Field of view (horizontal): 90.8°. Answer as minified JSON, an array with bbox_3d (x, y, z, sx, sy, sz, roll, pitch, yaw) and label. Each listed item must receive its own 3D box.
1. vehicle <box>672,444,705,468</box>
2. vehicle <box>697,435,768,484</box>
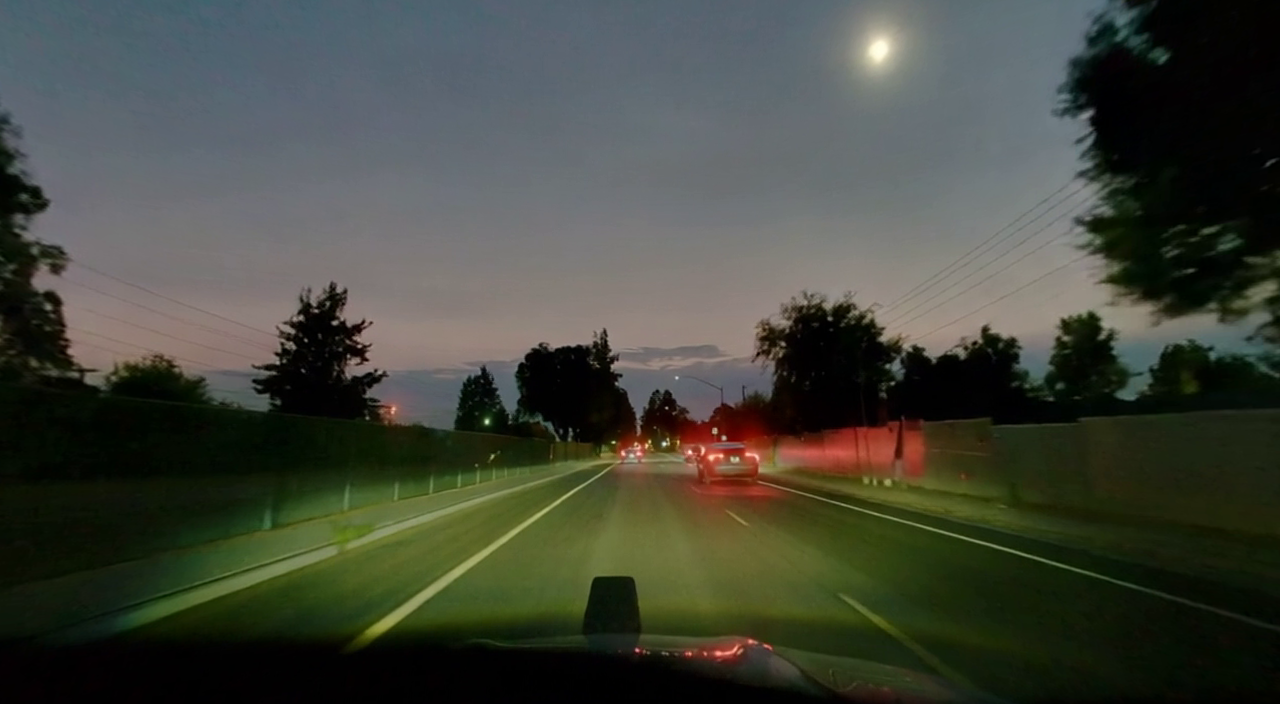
[{"bbox_3d":[3.451,7.482,45.528,2.012,1.653,4.115,0,-8,-1],"label":"vehicle"},{"bbox_3d":[3.703,4.431,26.267,2.112,1.825,4.574,0,-8,-2],"label":"vehicle"}]
